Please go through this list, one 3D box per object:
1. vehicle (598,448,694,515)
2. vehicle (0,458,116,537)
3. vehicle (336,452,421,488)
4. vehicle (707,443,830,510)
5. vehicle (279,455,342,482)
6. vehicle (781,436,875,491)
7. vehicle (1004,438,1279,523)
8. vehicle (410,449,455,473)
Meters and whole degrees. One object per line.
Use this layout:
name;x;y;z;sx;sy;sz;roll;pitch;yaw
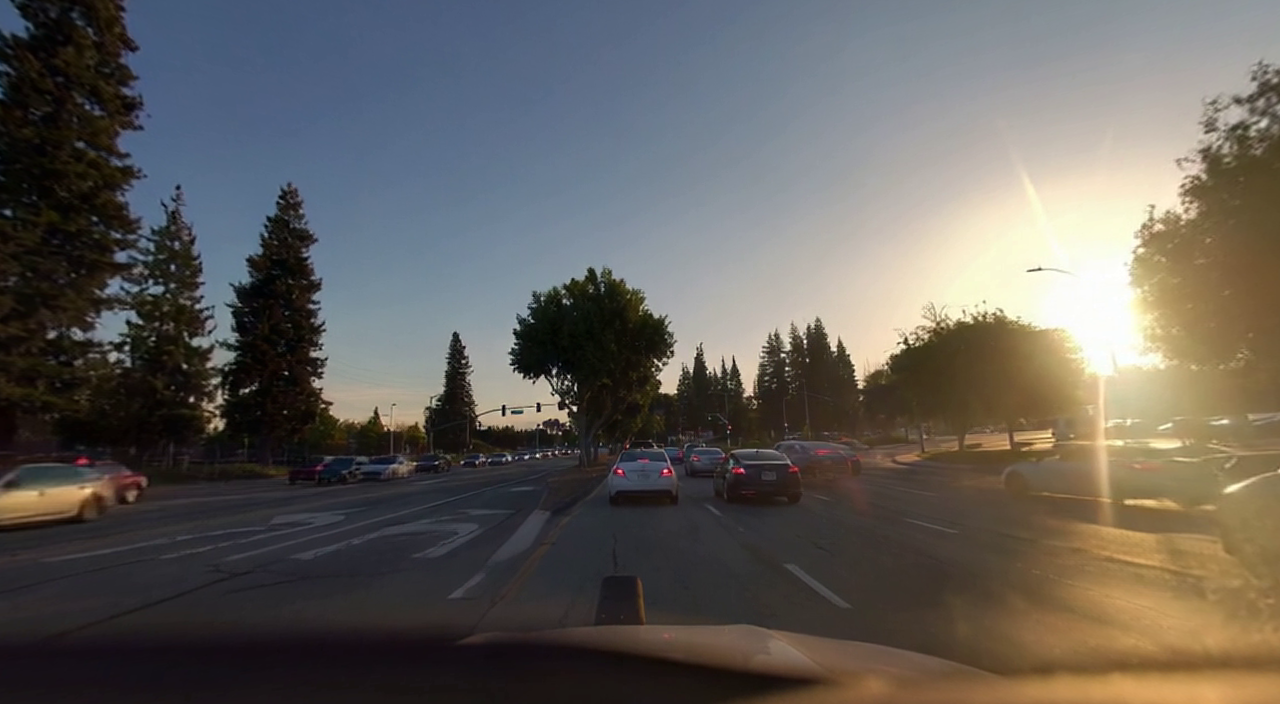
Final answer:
vehicle;0.068;2.992;15.162;1.990;1.347;4.067;0;-9;-2
vehicle;-13.507;2.931;12.802;2.018;1.469;4.916;1;-9;-7
vehicle;-12.114;5.453;29.590;2.002;1.500;4.536;0;-9;0
vehicle;3.087;3.102;16.375;1.970;1.445;4.974;0;-9;-2
vehicle;-22.463;7.919;43.298;1.889;1.651;4.512;0;-9;0
vehicle;6.378;3.814;21.935;1.931;1.685;4.054;0;-9;-1
vehicle;10.536;2.678;13.846;1.890;1.488;5.113;0;-9;-2
vehicle;-15.925;8.376;48.770;1.908;1.703;4.547;0;-9;0
